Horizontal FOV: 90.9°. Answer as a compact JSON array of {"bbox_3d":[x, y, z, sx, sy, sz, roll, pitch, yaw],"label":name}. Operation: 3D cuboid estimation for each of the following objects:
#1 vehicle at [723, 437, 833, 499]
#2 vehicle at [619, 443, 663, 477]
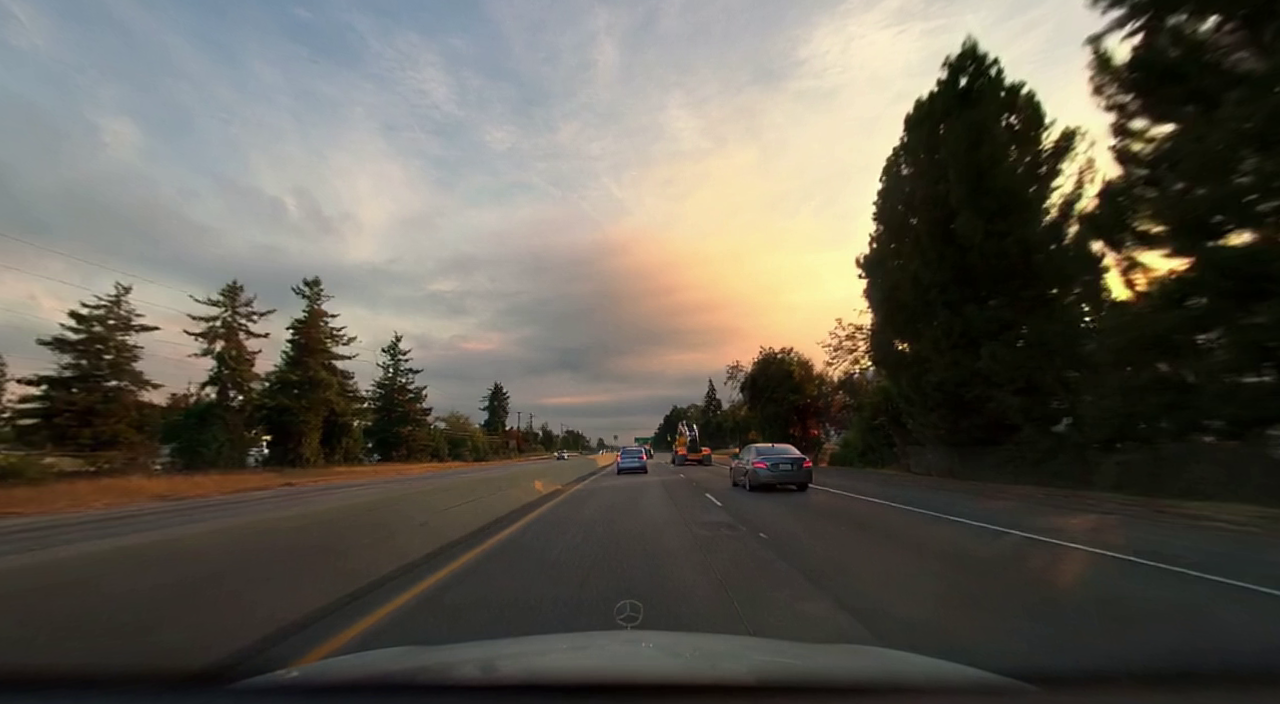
[{"bbox_3d":[3.768,3.255,18.012,2.168,1.529,3.883,0,-9,-1],"label":"vehicle"},{"bbox_3d":[0.014,5.318,31.144,2.045,1.527,4.023,0,-9,-1],"label":"vehicle"}]
